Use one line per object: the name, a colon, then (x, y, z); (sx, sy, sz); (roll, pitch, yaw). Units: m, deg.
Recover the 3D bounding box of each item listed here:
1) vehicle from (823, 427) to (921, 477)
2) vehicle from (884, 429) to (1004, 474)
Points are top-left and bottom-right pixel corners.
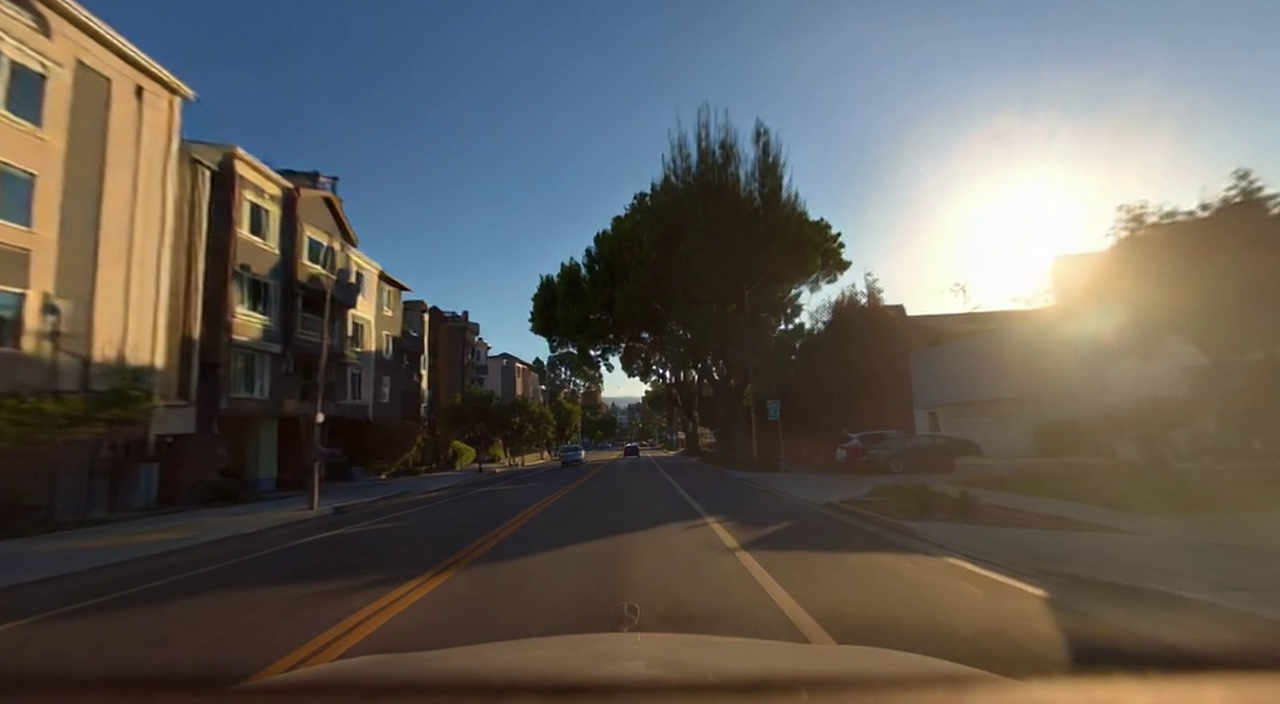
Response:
vehicle: (9.186, 4.032, 25.541); (2.121, 1.785, 4.693); (0, -9, -1)
vehicle: (11.948, 3.965, 25.308); (2.181, 1.530, 4.867); (-2, -9, -3)
